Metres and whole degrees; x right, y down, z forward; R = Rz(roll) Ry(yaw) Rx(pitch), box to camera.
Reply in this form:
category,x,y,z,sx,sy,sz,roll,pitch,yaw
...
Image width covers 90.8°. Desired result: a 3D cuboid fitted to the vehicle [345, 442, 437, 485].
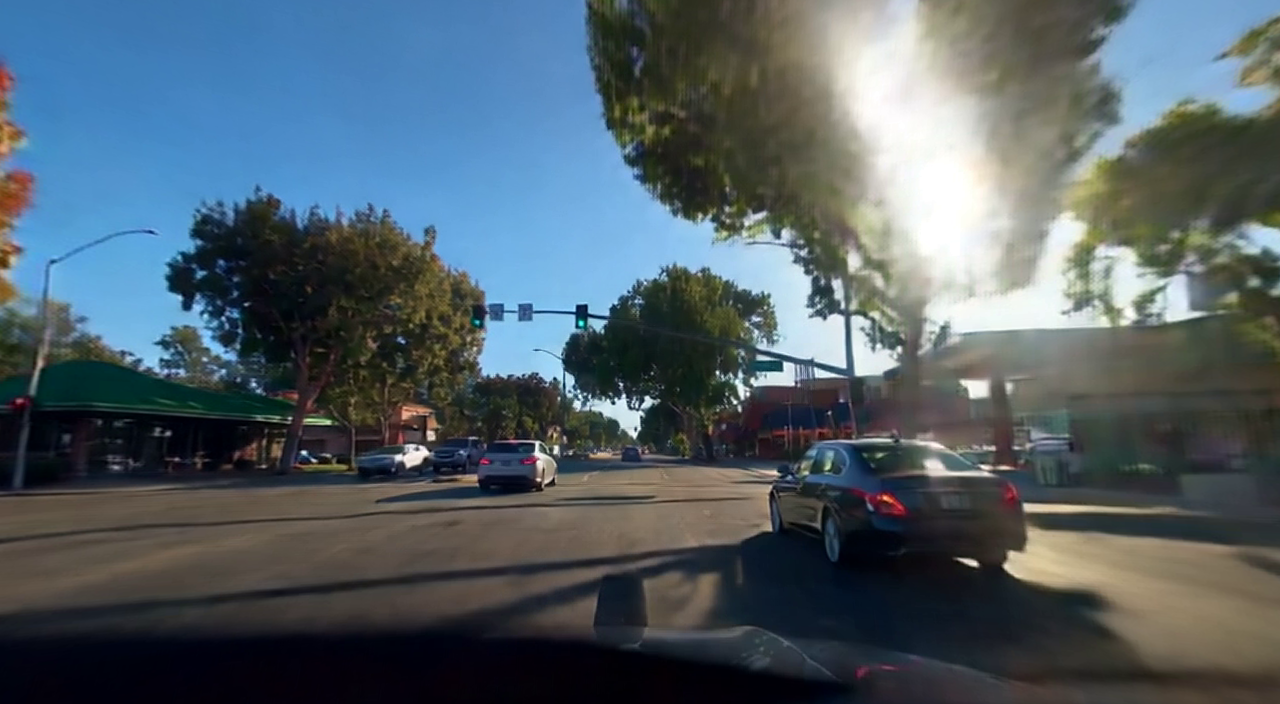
category,x,y,z,sx,sy,sz,roll,pitch,yaw
vehicle,-10.181,4.560,26.238,1.942,1.576,4.567,-1,-9,0

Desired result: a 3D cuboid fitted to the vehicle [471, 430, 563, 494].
category,x,y,z,sx,sy,sz,roll,pitch,yaw
vehicle,-3.782,3.482,20.270,1.997,1.806,4.500,0,-9,0

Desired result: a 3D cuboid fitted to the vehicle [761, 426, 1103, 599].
category,x,y,z,sx,sy,sz,roll,pitch,yaw
vehicle,3.063,1.785,8.060,1.975,1.502,4.787,0,-9,-2

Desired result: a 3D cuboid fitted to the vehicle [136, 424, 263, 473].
category,x,y,z,sx,sy,sz,roll,pitch,yaw
vehicle,-34.491,7.599,49.728,7.384,3.665,3.220,0,-8,-1
